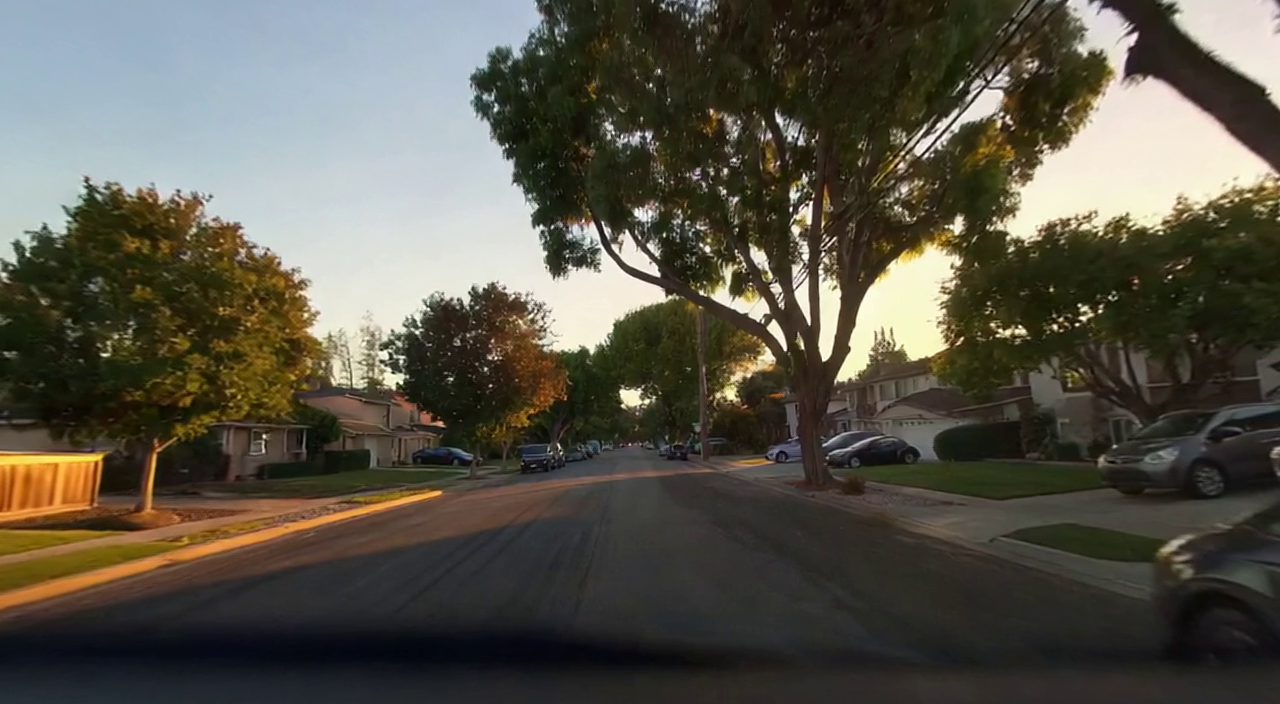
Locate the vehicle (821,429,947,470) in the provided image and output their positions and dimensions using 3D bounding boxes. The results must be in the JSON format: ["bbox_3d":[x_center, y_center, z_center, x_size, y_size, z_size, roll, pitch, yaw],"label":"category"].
[{"bbox_3d":[10.923,4.407,28.608,4.782,1.748,2.106,0,-9,1],"label":"vehicle"}]

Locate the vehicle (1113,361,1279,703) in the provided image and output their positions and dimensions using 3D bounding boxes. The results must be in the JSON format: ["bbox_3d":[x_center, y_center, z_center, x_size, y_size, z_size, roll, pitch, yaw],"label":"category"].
[{"bbox_3d":[3.523,0.640,1.021,2.054,1.638,4.489,0,-8,1],"label":"vehicle"}]

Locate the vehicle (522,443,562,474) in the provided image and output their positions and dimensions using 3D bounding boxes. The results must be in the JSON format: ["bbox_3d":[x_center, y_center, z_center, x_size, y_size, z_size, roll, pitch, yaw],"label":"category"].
[{"bbox_3d":[-6.336,6.878,41.183,2.035,1.736,3.955,-2,-7,-1],"label":"vehicle"}]
